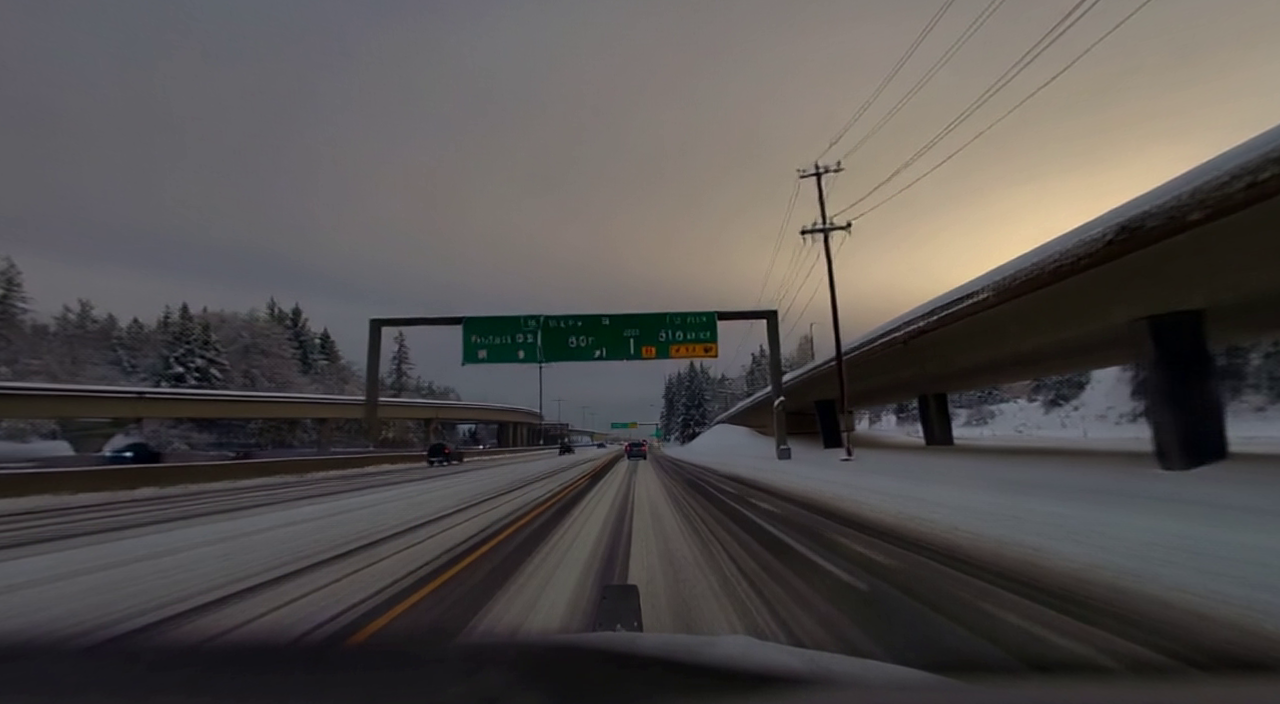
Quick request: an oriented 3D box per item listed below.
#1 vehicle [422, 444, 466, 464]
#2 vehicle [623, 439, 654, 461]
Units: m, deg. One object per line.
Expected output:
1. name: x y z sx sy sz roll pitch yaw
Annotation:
1. vehicle: -14.860 7.744 48.228 1.969 1.486 4.395 0 -8 0
2. vehicle: -0.124 7.015 45.273 2.086 1.472 4.168 0 -8 0
